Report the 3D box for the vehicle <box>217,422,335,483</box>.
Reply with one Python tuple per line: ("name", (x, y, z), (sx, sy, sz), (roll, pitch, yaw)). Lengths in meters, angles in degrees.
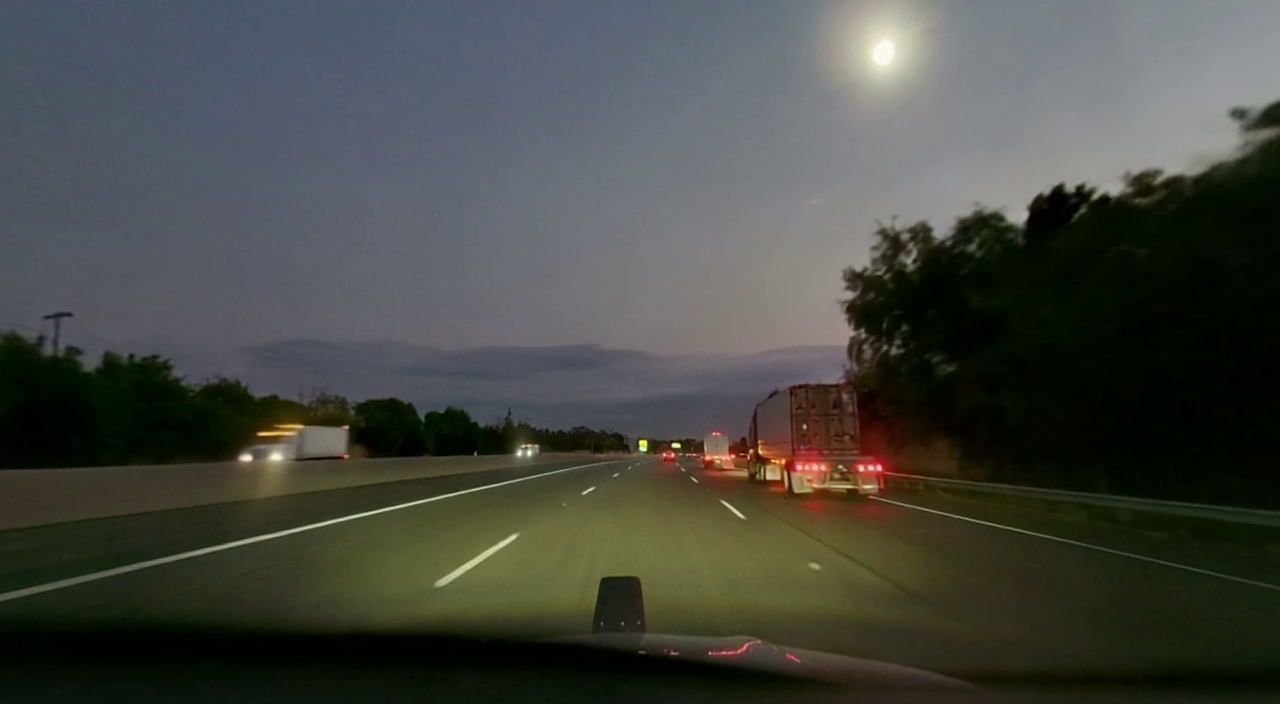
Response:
("vehicle", (-18.251, 5.085, 32.057), (2.240, 2.748, 5.884), (-1, -9, 2))
